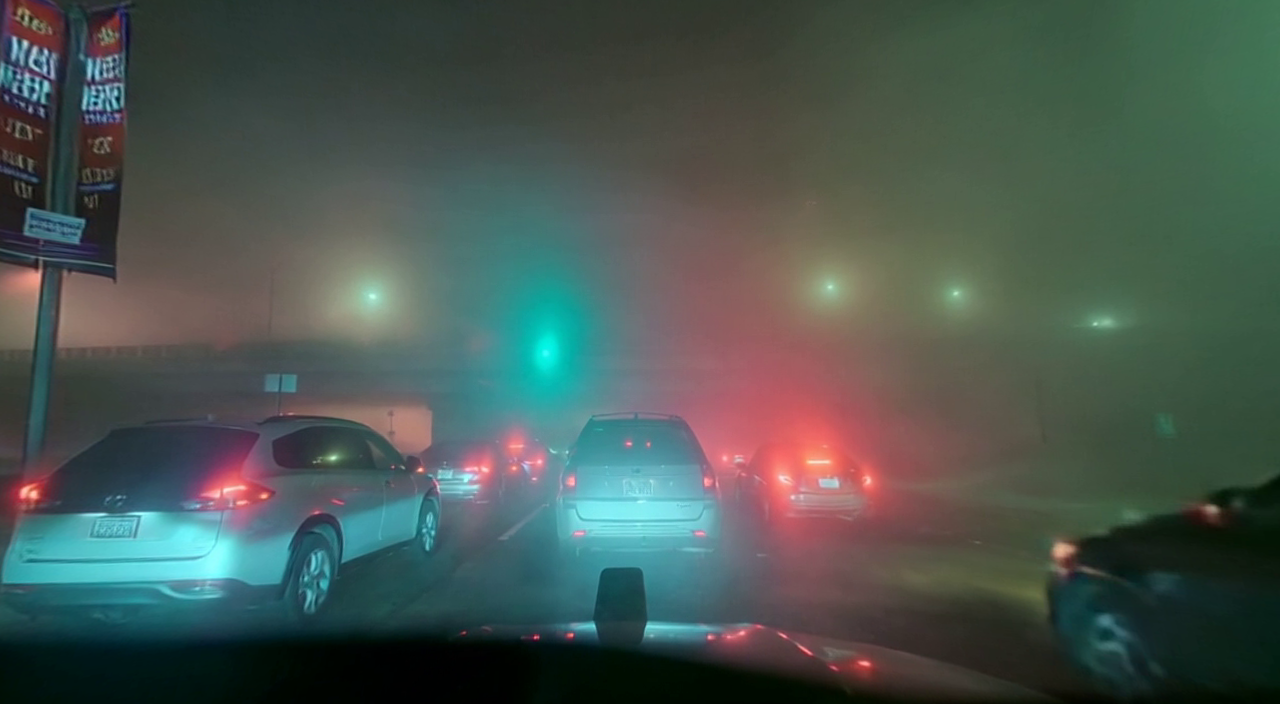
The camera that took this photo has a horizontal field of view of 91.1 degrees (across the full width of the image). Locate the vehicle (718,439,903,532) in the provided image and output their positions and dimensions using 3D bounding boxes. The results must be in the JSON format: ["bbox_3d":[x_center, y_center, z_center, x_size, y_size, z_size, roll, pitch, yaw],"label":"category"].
[{"bbox_3d":[3.057,2.523,12.626,2.228,1.472,4.939,0,-9,-1],"label":"vehicle"}]

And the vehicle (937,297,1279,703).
[{"bbox_3d":[3.182,0.725,2.146,2.016,1.804,4.681,0,-9,0],"label":"vehicle"}]

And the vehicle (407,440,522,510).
[{"bbox_3d":[-4.158,2.940,15.442,1.797,1.505,3.506,0,-9,0],"label":"vehicle"}]

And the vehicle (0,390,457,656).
[{"bbox_3d":[-3.499,1.427,6.273,2.039,1.709,4.265,0,-9,0],"label":"vehicle"}]

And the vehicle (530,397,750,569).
[{"bbox_3d":[-0.082,1.771,9.211,2.409,1.864,4.471,0,-9,-2],"label":"vehicle"}]
